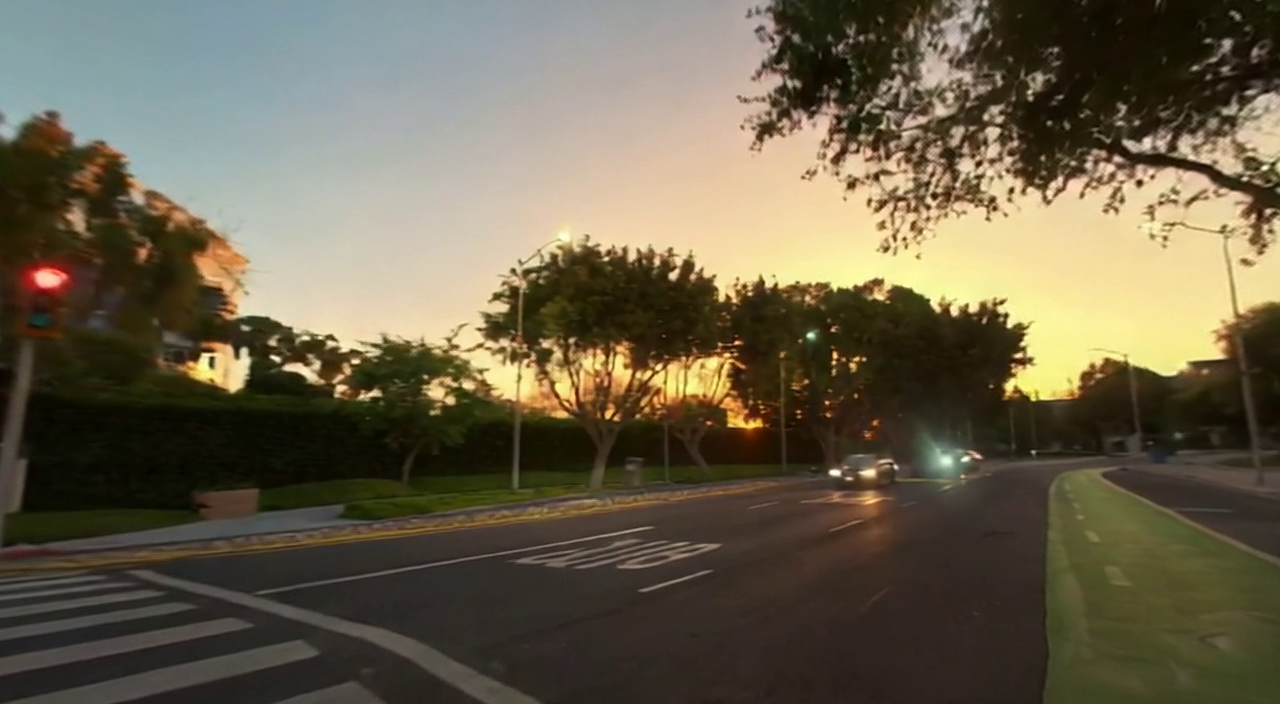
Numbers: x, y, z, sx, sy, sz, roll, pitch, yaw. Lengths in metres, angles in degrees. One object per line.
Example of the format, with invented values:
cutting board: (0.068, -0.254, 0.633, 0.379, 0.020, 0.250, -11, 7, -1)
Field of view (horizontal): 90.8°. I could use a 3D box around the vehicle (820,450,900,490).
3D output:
vehicle: (9.183, 4.811, 26.117, 2.071, 1.456, 4.663, -6, -11, 32)
